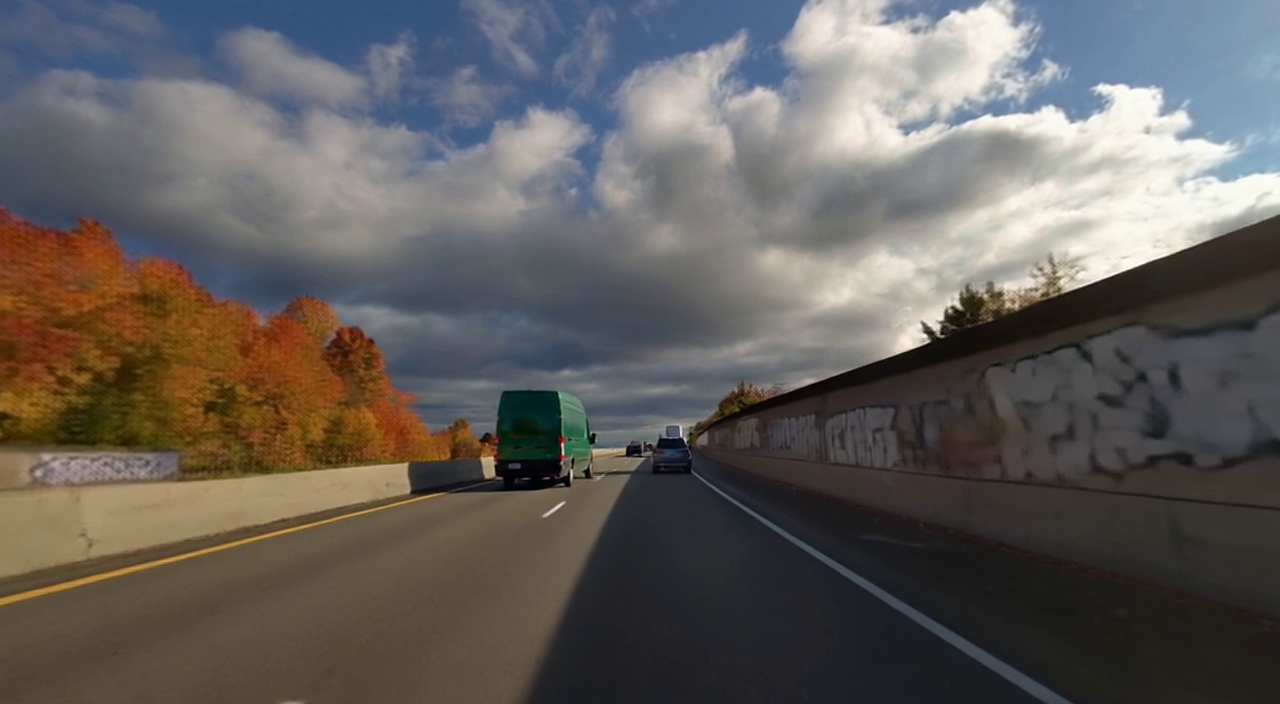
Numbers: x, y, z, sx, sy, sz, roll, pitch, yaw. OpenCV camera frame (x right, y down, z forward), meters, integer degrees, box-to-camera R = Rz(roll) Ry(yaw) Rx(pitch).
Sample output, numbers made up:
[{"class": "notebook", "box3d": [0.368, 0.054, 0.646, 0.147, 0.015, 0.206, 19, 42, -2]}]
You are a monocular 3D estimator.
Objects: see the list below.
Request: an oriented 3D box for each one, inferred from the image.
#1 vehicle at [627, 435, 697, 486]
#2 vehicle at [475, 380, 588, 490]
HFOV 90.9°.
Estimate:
[{"class": "vehicle", "box3d": [0.691, 3.499, 20.654, 2.071, 1.487, 3.948, 0, -8, 1]}, {"class": "vehicle", "box3d": [-2.930, 2.451, 18.458, 2.334, 2.769, 5.087, 0, -8, 0]}]
